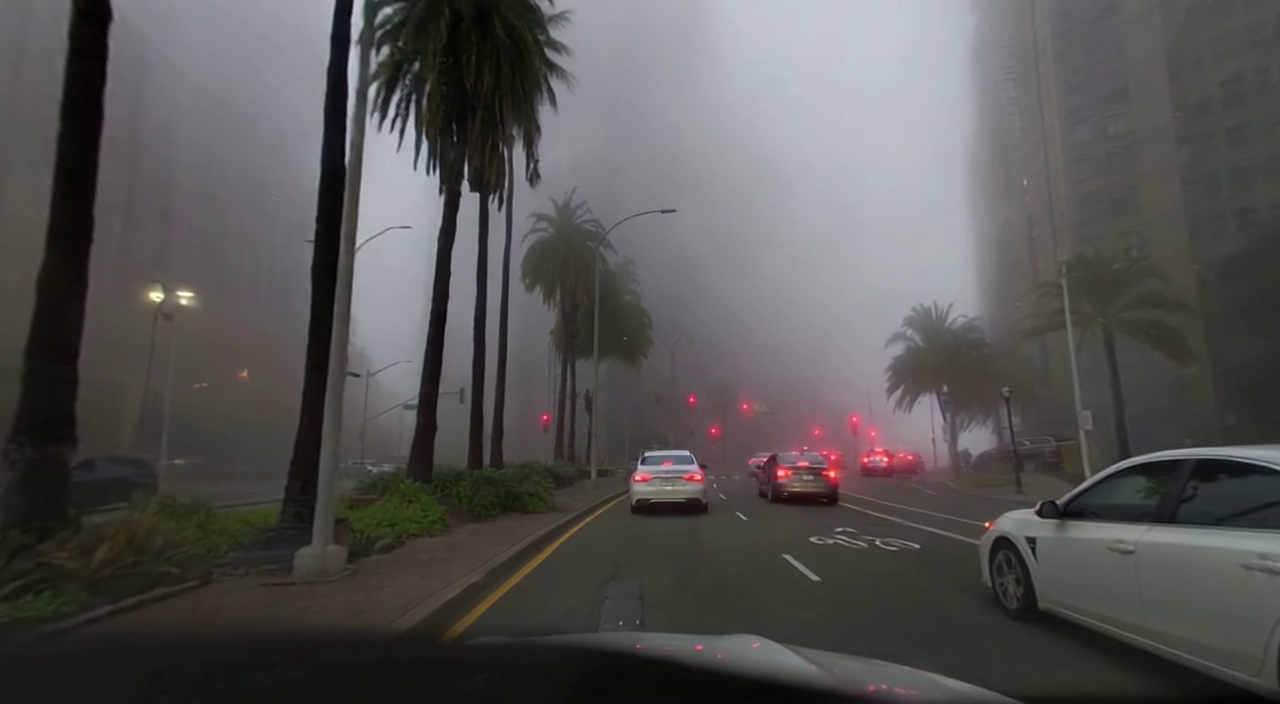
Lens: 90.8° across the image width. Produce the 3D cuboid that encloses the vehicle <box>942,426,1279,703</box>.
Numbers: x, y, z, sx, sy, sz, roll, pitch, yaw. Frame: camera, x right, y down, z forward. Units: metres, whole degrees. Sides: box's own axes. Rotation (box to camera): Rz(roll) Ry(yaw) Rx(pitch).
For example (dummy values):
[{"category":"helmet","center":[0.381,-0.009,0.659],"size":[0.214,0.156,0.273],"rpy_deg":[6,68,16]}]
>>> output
[{"category":"vehicle","center":[3.732,1.209,3.695],"size":[1.913,1.469,4.425],"rpy_deg":[-1,-9,3]}]

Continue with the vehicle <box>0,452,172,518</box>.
[{"category":"vehicle","center":[-16.923,3.841,18.868],"size":[2.078,1.662,4.436],"rpy_deg":[-2,-9,9]}]

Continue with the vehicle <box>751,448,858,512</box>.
[{"category":"vehicle","center":[4.287,3.389,17.244],"size":[1.920,1.490,4.417],"rpy_deg":[-1,-9,3]}]

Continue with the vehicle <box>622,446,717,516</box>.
[{"category":"vehicle","center":[0.782,3.090,15.628],"size":[2.078,1.503,3.681],"rpy_deg":[-1,-9,5]}]
